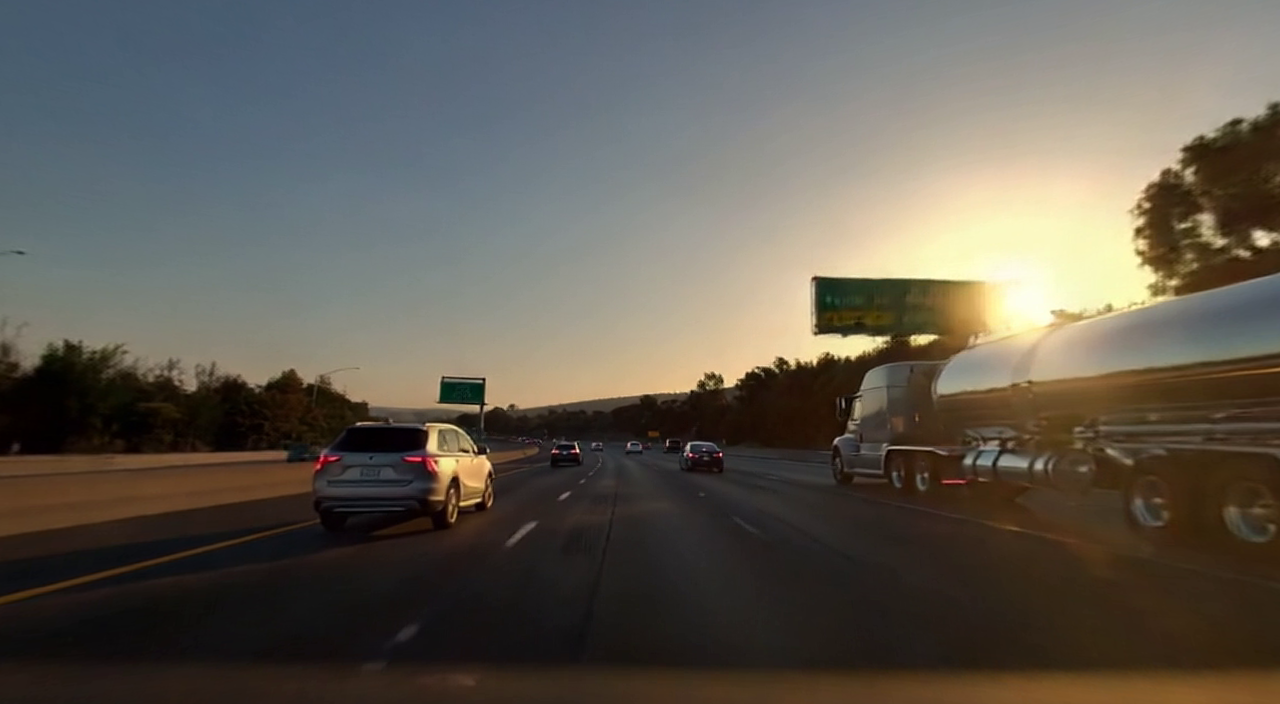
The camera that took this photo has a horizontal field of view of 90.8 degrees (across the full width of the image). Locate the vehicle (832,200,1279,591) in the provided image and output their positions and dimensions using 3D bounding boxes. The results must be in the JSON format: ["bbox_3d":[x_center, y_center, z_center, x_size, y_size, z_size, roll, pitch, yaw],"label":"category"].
[{"bbox_3d":[7.534,1.217,12.094,3.548,3.827,11.870,0,-8,-2],"label":"vehicle"}]

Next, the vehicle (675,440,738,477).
[{"bbox_3d":[2.828,4.654,27.859,2.053,1.510,4.400,0,-8,-3],"label":"vehicle"}]

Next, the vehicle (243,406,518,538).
[{"bbox_3d":[-4.219,2.119,11.839,2.684,1.839,5.803,0,-8,0],"label":"vehicle"}]

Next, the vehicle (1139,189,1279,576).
[{"bbox_3d":[7.693,-0.263,2.196,3.554,3.573,10.307,0,-8,1],"label":"vehicle"}]

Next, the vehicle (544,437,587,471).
[{"bbox_3d":[-4.329,5.998,37.375,2.149,1.843,4.348,0,-8,-2],"label":"vehicle"}]
